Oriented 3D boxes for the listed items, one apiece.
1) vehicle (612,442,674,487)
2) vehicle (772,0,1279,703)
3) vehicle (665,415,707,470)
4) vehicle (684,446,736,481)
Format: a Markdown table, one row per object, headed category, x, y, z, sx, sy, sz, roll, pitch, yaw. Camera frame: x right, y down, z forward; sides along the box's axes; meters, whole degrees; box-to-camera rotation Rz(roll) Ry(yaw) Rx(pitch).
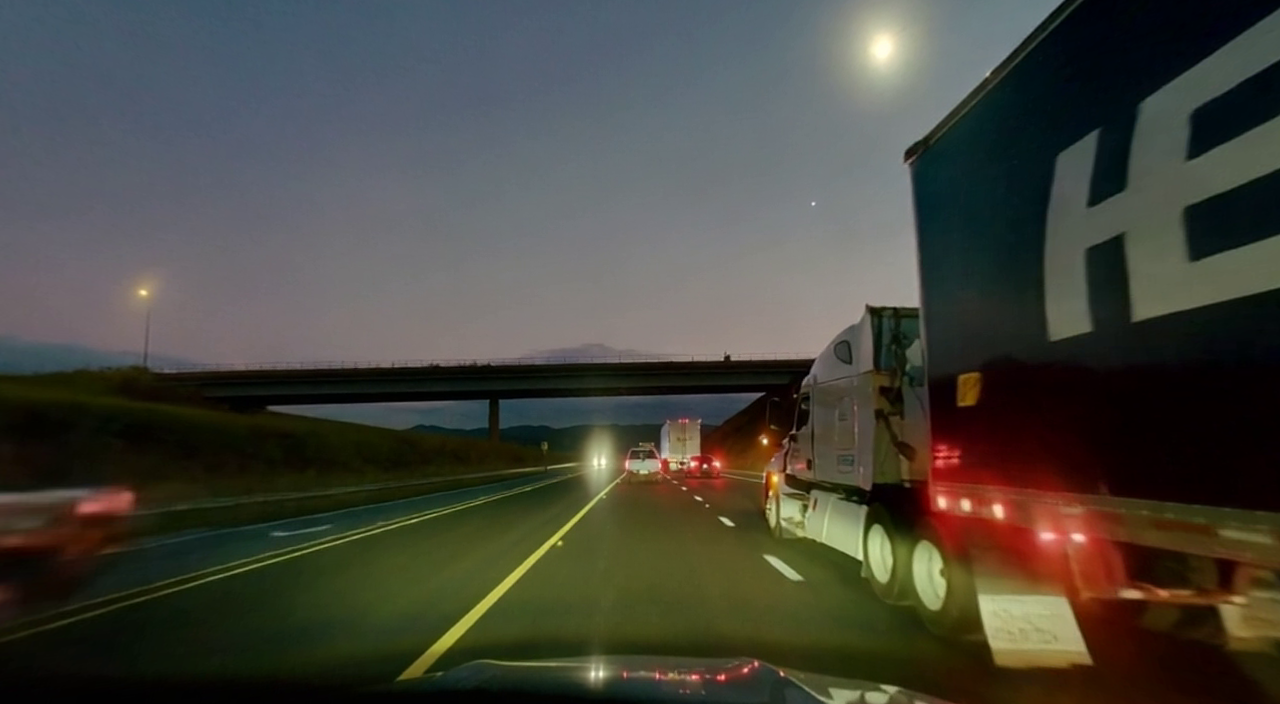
| category | x | y | z | sx | sy | sz | roll | pitch | yaw |
| --- | --- | --- | --- | --- | --- | --- | --- | --- | --- |
| vehicle | 0.115 | 4.446 | 25.113 | 2.256 | 1.615 | 4.114 | -1 | -9 | 0 |
| vehicle | 3.102 | -0.521 | 0.695 | 2.870 | 4.056 | 14.250 | -1 | -9 | 0 |
| vehicle | 3.563 | 7.195 | 49.622 | 2.948 | 3.974 | 6.480 | -1 | -9 | 3 |
| vehicle | 3.326 | 5.367 | 30.535 | 1.972 | 1.505 | 3.946 | 0 | -9 | -1 |
